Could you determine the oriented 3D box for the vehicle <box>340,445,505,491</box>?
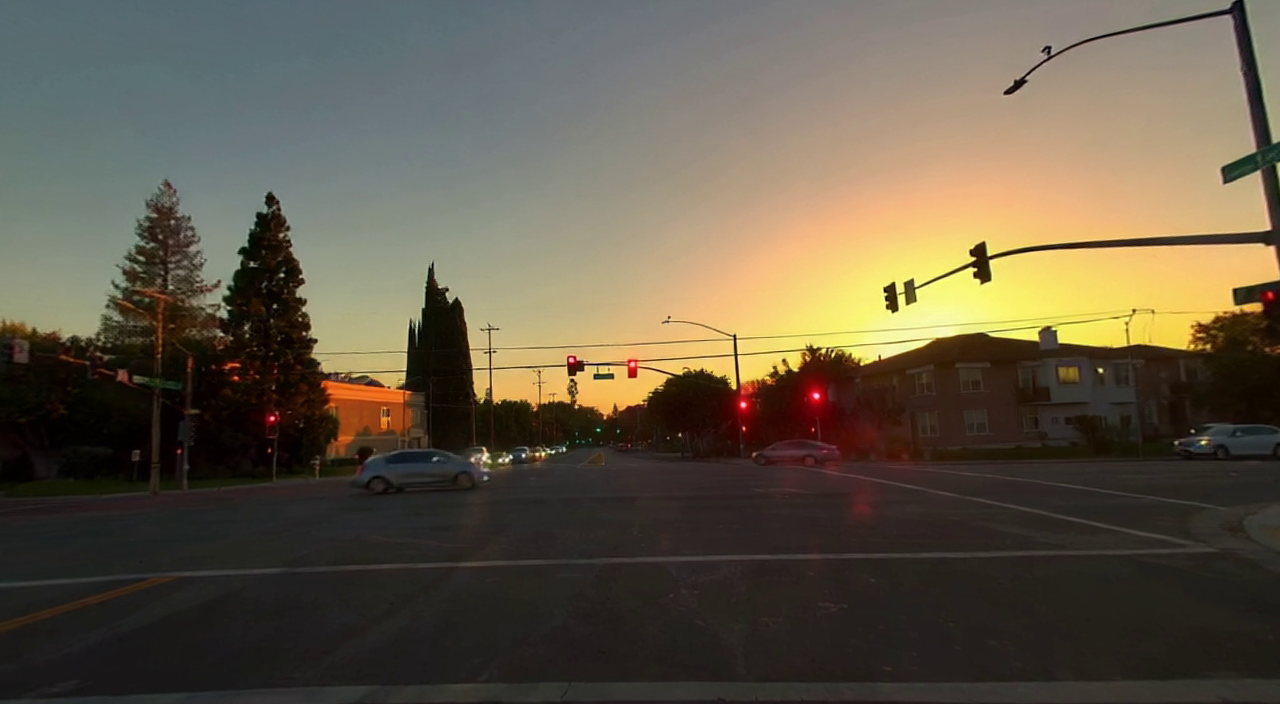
[{"bbox_3d":[-7.210,3.879,21.327,4.823,1.449,2.017,-1,-9,1],"label":"vehicle"}]

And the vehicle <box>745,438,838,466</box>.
[{"bbox_3d":[8.795,5.839,36.943,4.873,1.539,1.932,-8,-11,40],"label":"vehicle"}]

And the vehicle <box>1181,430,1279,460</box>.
[{"bbox_3d":[31.321,4.879,33.015,4.318,1.488,1.870,0,-9,-1],"label":"vehicle"}]
